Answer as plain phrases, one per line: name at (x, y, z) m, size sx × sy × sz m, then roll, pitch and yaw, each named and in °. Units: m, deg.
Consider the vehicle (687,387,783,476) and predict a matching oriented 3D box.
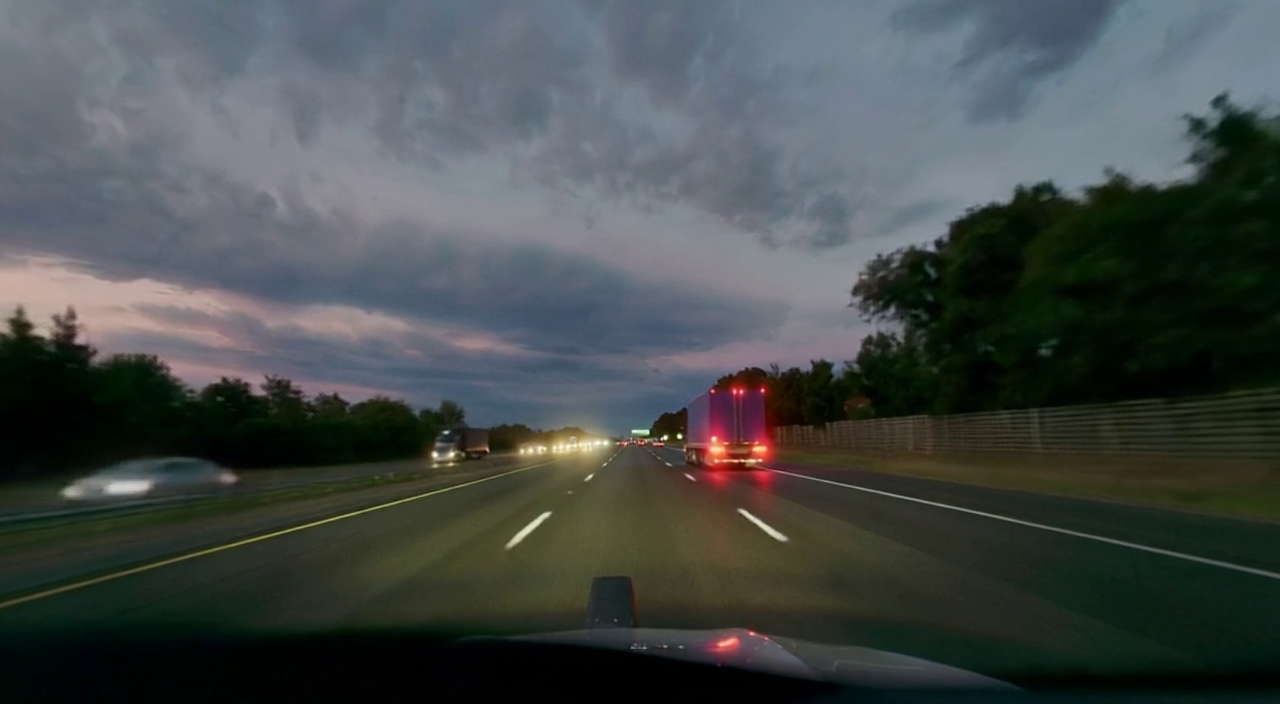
vehicle at (3.907, 3.556, 27.879) m, size 2.766 × 3.349 × 7.796 m, roll 0°, pitch -8°, yaw -2°
